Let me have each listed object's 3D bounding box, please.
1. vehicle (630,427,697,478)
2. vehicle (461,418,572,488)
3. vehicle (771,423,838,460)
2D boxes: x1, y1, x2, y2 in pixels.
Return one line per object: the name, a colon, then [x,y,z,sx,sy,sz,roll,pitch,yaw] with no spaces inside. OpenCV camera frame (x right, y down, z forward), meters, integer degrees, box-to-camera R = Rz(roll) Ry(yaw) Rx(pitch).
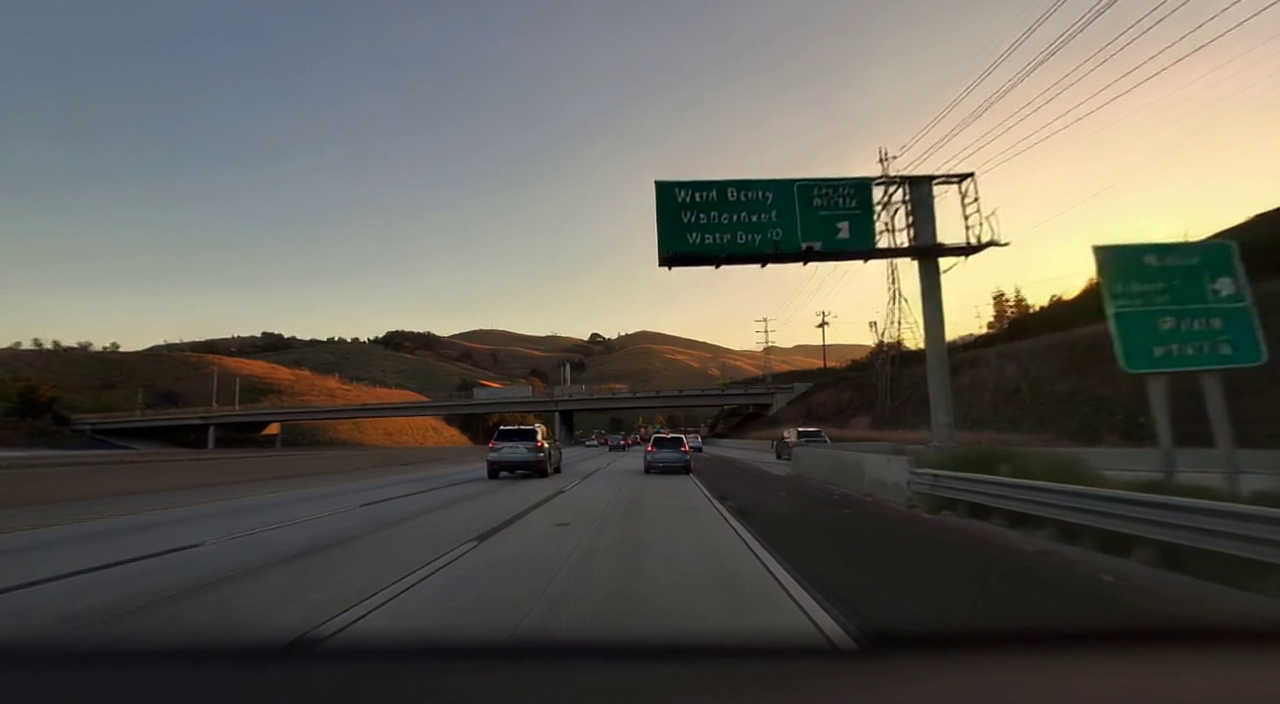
vehicle: [0.807,3.588,22.626,2.193,1.651,3.946,-1,-8,1]
vehicle: [-3.572,3.075,19.365,2.228,1.845,4.847,-1,-8,2]
vehicle: [12.307,6.806,47.933,2.571,2.571,6.876,1,-8,-6]
